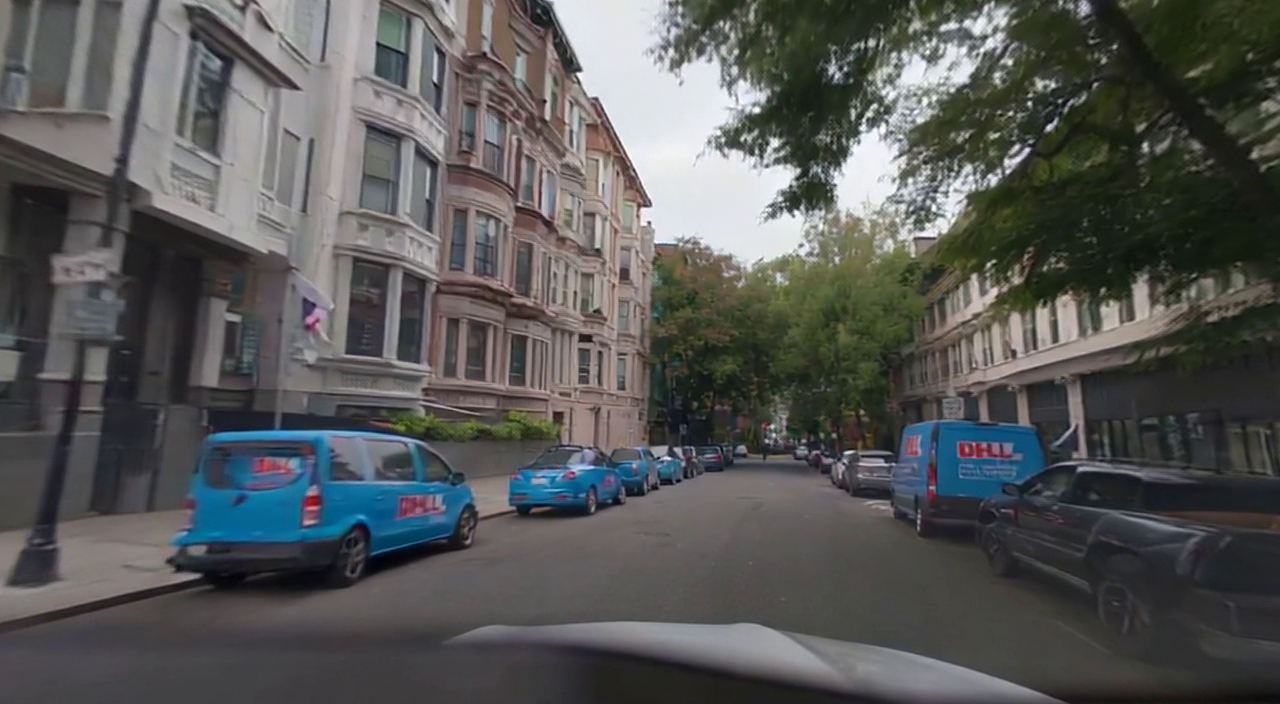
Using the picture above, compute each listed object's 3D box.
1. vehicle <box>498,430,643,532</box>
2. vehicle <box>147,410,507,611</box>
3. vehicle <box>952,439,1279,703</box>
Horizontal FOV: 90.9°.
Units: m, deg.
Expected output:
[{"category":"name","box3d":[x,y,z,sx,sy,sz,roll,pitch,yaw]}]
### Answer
[{"category":"vehicle","box3d":[-1.247,2.510,13.120,1.867,1.519,3.920,1,-4,11]},{"category":"vehicle","box3d":[-2.929,1.463,6.670,1.875,1.564,2.982,-1,-8,12]},{"category":"vehicle","box3d":[4.521,1.563,5.725,1.834,1.508,4.743,-1,-8,12]}]
